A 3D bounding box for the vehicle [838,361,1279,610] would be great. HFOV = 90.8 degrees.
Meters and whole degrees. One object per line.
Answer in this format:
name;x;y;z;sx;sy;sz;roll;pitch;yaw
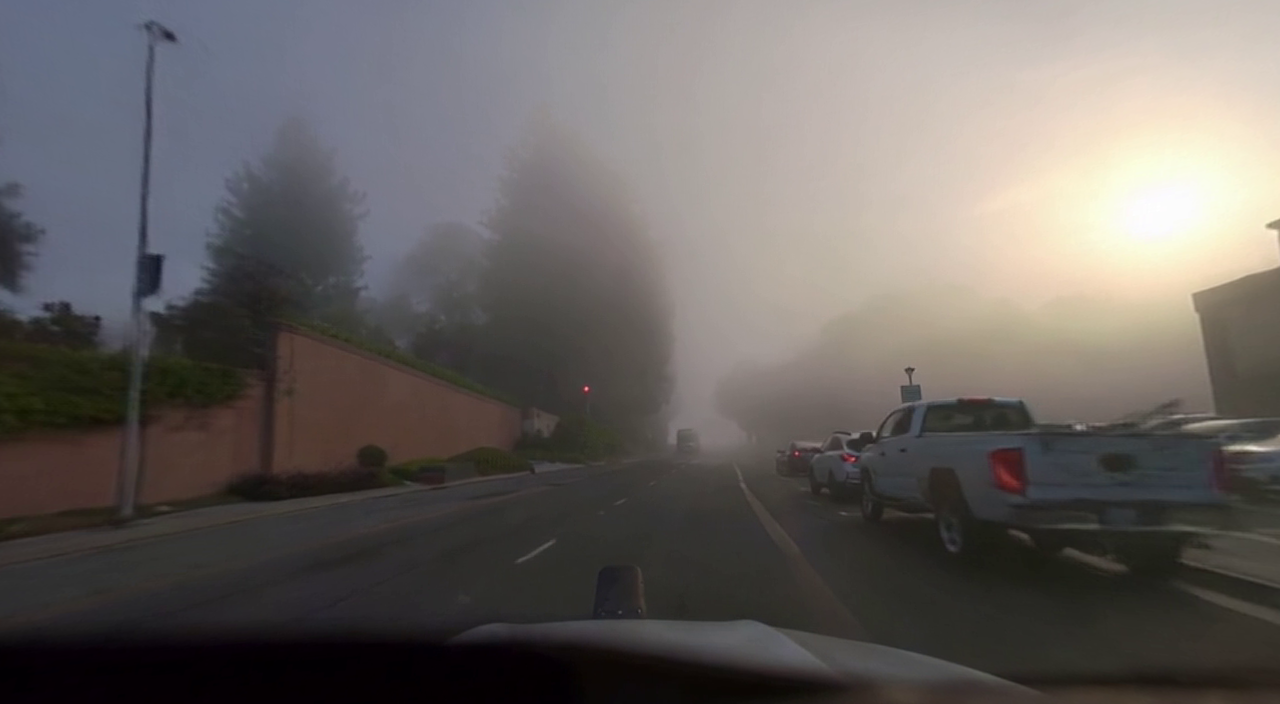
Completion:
vehicle;4.499;1.536;8.389;2.291;1.981;6.444;-1;-8;6
